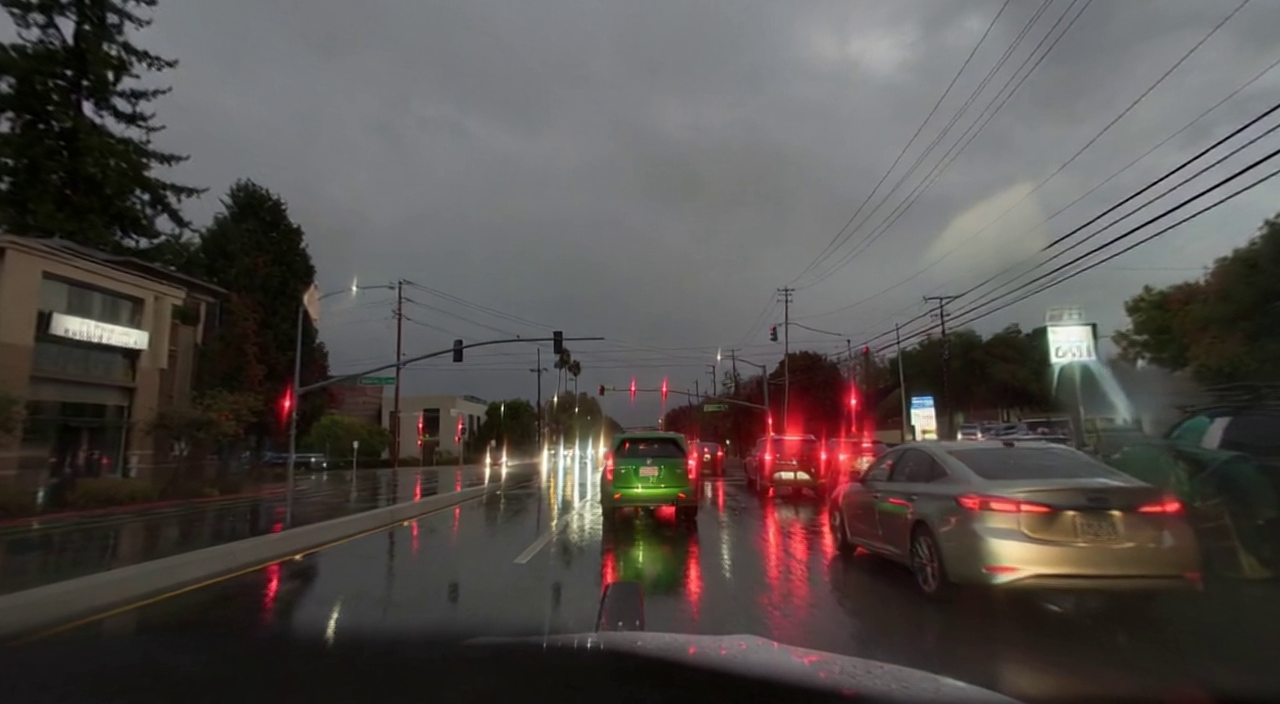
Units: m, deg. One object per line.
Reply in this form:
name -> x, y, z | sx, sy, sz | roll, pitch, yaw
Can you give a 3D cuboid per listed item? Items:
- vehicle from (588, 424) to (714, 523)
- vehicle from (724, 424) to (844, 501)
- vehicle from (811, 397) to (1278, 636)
vehicle -> 0.175, 2.380, 12.864 | 2.149, 1.668, 3.962 | 0, -9, 0
vehicle -> 3.691, 2.941, 17.193 | 2.060, 1.789, 4.712 | 0, -9, -1
vehicle -> 3.341, 1.442, 6.512 | 1.998, 1.620, 4.267 | 0, -9, 1
